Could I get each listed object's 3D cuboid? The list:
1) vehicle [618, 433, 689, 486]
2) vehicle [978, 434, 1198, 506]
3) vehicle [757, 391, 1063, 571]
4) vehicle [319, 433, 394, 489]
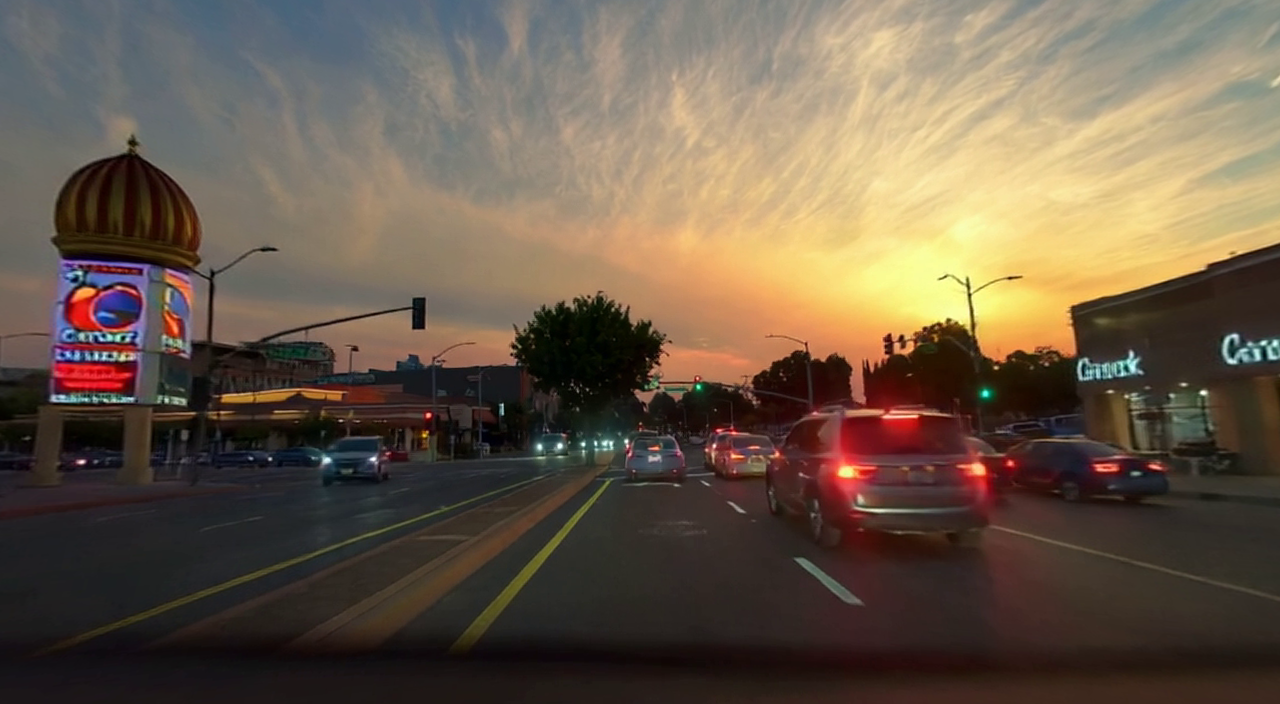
[{"bbox_3d":[0.361,3.404,20.237,2.073,1.496,3.892,0,-8,-1],"label":"vehicle"},{"bbox_3d":[10.592,2.805,15.497,1.881,1.463,4.726,0,-8,-1],"label":"vehicle"},{"bbox_3d":[3.162,1.648,8.840,2.038,1.787,4.946,0,-8,-1],"label":"vehicle"},{"bbox_3d":[-9.926,3.786,22.351,2.106,1.751,4.554,3,-9,-21],"label":"vehicle"}]
